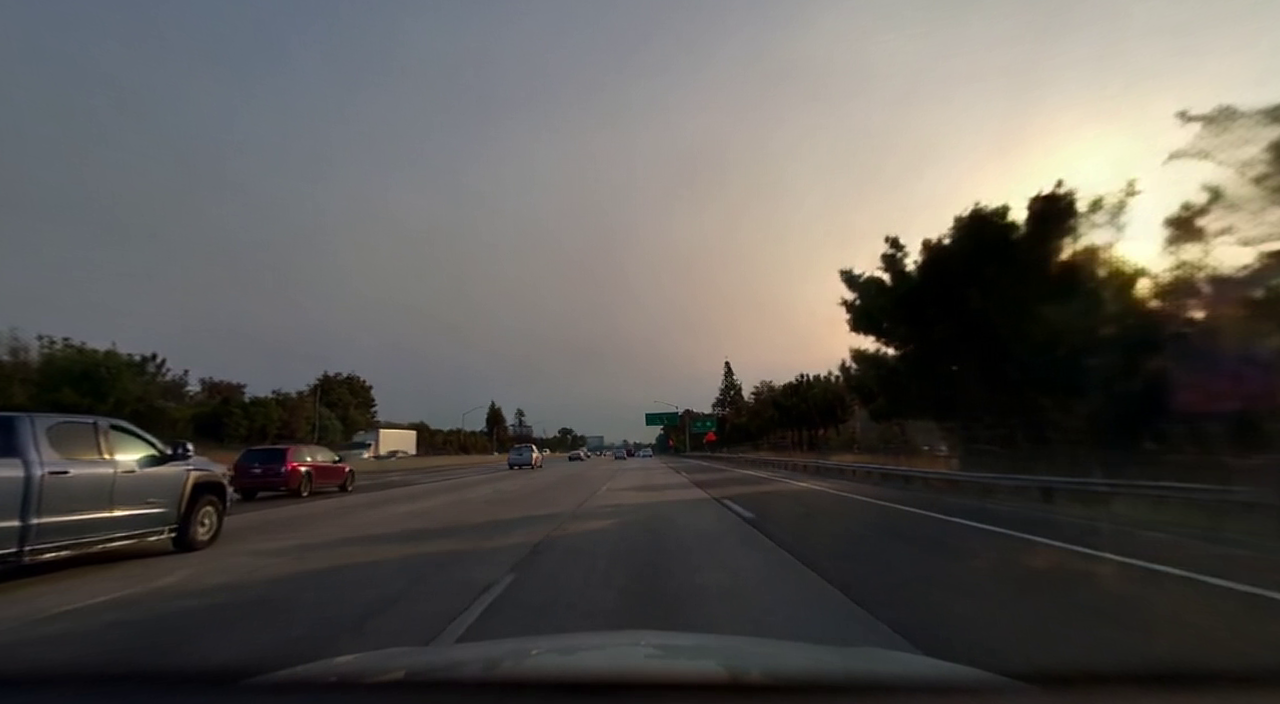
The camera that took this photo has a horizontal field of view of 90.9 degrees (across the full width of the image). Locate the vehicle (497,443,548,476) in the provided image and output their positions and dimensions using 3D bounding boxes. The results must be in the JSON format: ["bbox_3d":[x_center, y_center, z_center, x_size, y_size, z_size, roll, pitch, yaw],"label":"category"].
[{"bbox_3d":[-6.523,5.981,35.459,2.009,1.735,4.358,0,-8,1],"label":"vehicle"}]

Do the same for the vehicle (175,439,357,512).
[{"bbox_3d":[-9.739,3.210,16.966,2.060,1.662,4.469,-1,-8,2],"label":"vehicle"}]

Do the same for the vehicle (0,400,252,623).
[{"bbox_3d":[-6.353,1.299,5.135,2.403,1.773,6.276,0,-8,0],"label":"vehicle"}]
